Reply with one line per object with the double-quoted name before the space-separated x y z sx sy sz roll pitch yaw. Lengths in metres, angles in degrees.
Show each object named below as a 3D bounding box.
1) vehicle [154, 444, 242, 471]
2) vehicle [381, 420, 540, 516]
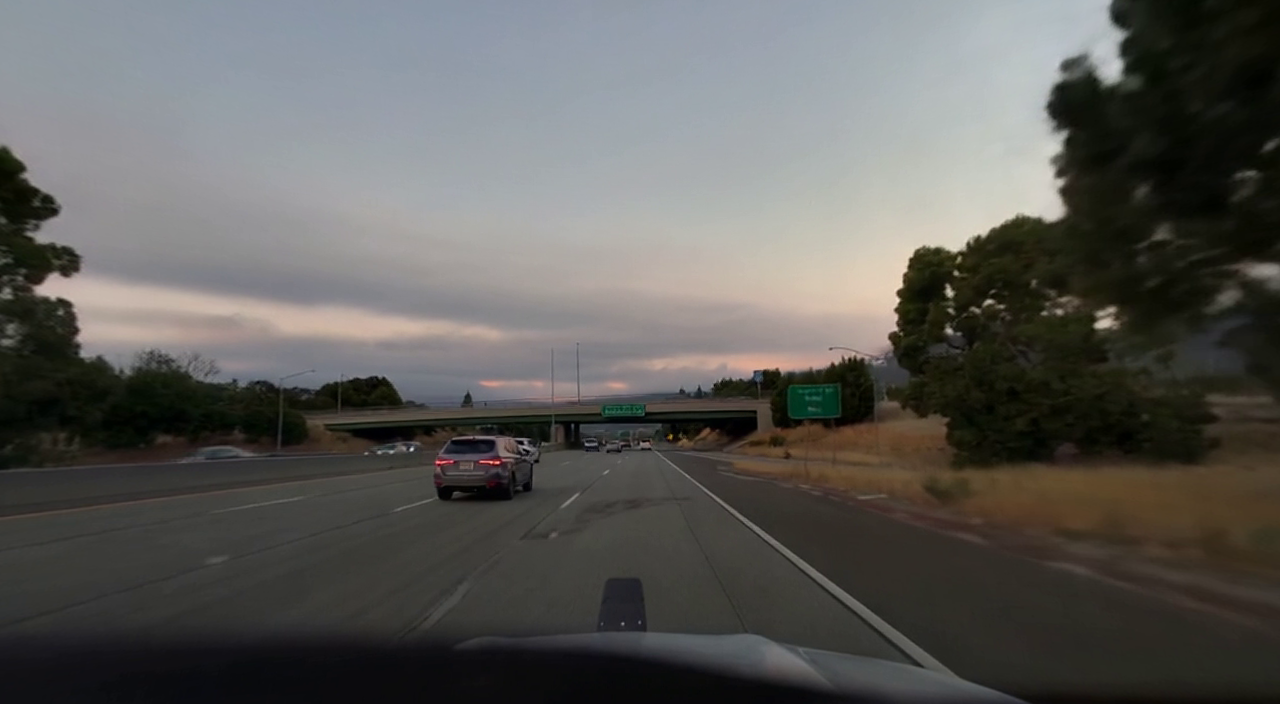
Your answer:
"vehicle" -26.527 6.349 37.925 1.889 1.504 4.666 0 -8 1
"vehicle" -3.588 2.413 13.560 2.048 1.705 4.384 0 -8 1
